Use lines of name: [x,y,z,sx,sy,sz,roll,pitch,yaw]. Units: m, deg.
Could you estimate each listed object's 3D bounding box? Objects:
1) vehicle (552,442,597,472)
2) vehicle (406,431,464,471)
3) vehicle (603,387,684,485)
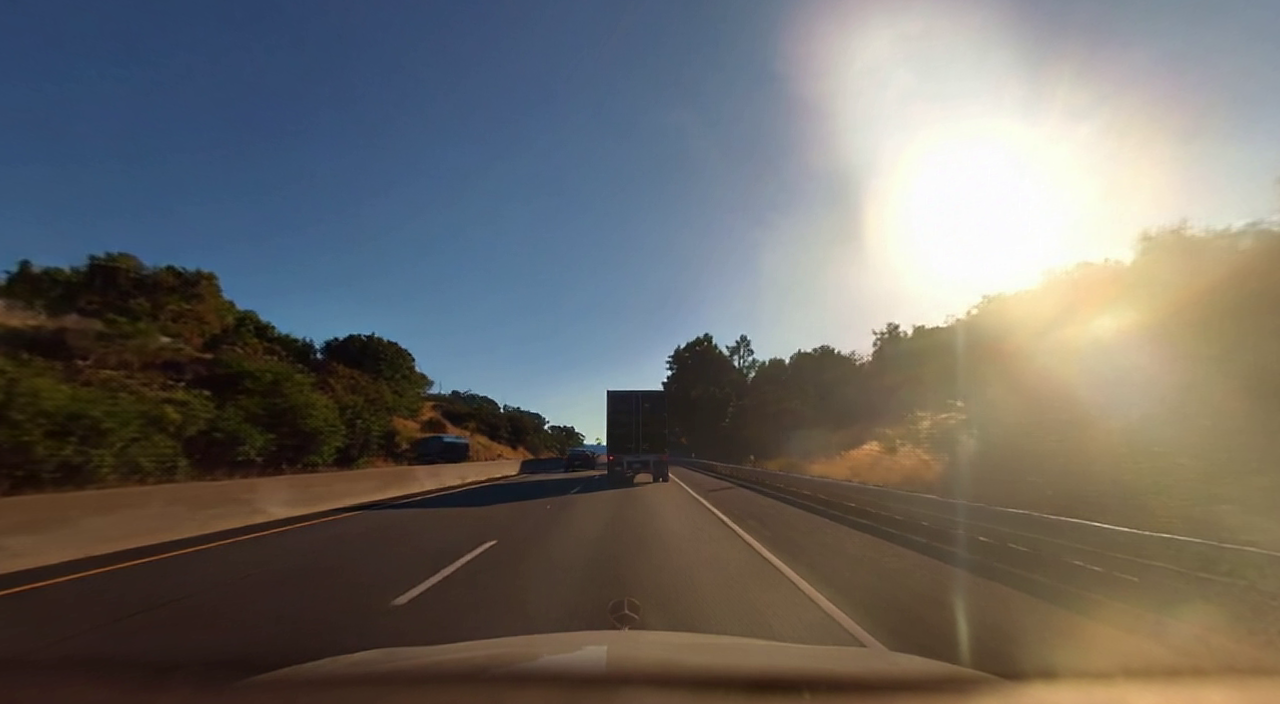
vehicle: [-3.789,6.201,37.414,2.160,1.661,4.388,0,-9,1]
vehicle: [-14.988,7.287,46.535,2.288,2.708,5.765,0,-9,0]
vehicle: [0.030,3.676,27.134,2.913,3.530,8.648,0,-9,-1]
